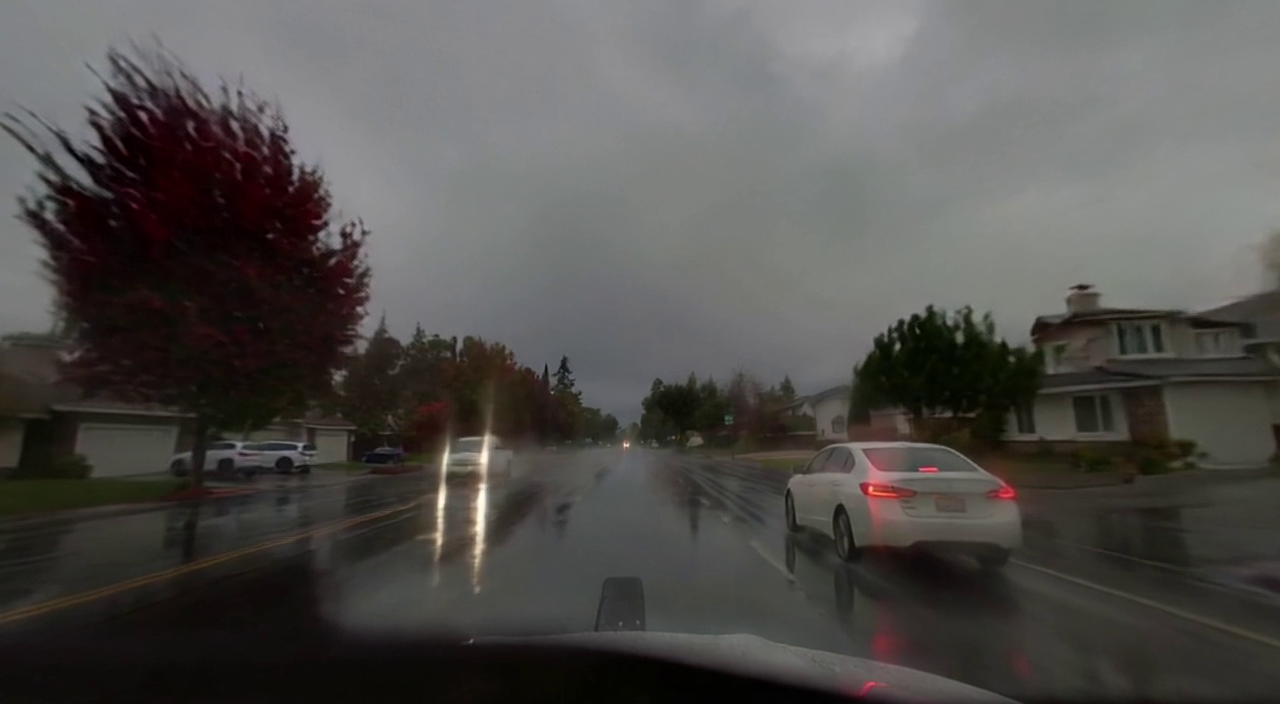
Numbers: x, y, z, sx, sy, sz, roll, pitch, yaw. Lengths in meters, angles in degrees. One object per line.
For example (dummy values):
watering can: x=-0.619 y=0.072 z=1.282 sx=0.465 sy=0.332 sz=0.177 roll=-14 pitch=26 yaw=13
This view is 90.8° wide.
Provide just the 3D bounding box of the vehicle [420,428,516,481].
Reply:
vehicle: x=-7.136 y=4.335 z=27.079 sx=2.334 sy=1.985 sz=6.274 roll=0 pitch=-8 yaw=0

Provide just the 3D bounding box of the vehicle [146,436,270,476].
vehicle: x=-20.626 y=4.963 z=30.299 sx=4.445 sy=1.822 sz=2.095 roll=-1 pitch=-8 yaw=3

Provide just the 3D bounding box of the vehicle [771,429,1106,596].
vehicle: x=3.164 y=1.766 z=7.904 sx=2.057 sy=1.493 sz=4.225 roll=0 pitch=-8 yaw=-1
